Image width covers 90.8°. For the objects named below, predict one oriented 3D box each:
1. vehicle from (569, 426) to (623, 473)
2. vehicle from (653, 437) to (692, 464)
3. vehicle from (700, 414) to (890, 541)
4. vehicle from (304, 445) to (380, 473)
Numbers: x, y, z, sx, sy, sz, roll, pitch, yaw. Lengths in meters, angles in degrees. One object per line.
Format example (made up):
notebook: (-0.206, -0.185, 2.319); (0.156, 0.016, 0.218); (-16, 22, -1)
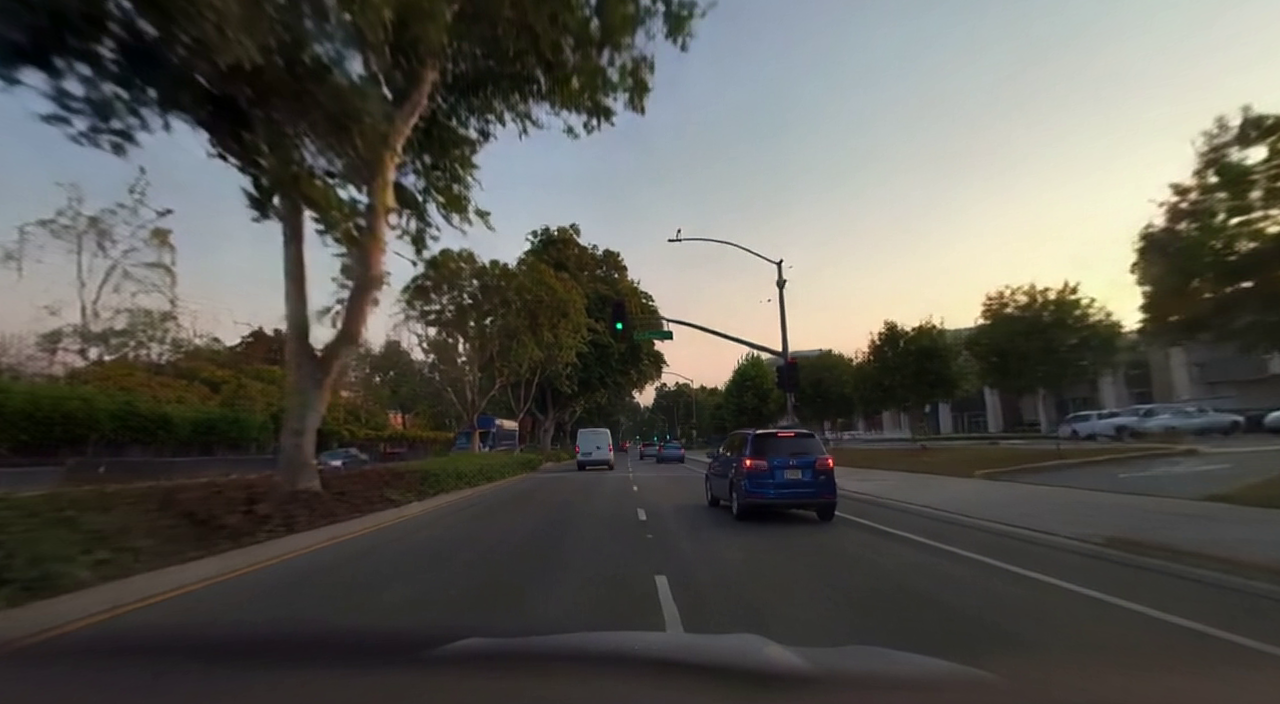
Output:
vehicle: (-2.026, 4.666, 30.424); (2.228, 2.054, 4.309); (0, -8, 0)
vehicle: (2.093, 6.574, 42.290); (2.248, 1.692, 4.252); (0, -8, -2)
vehicle: (2.265, 1.977, 10.538); (1.965, 1.671, 4.146); (0, -8, -2)
vehicle: (-16.821, 6.030, 35.926); (2.139, 1.493, 4.521); (0, -8, 0)
